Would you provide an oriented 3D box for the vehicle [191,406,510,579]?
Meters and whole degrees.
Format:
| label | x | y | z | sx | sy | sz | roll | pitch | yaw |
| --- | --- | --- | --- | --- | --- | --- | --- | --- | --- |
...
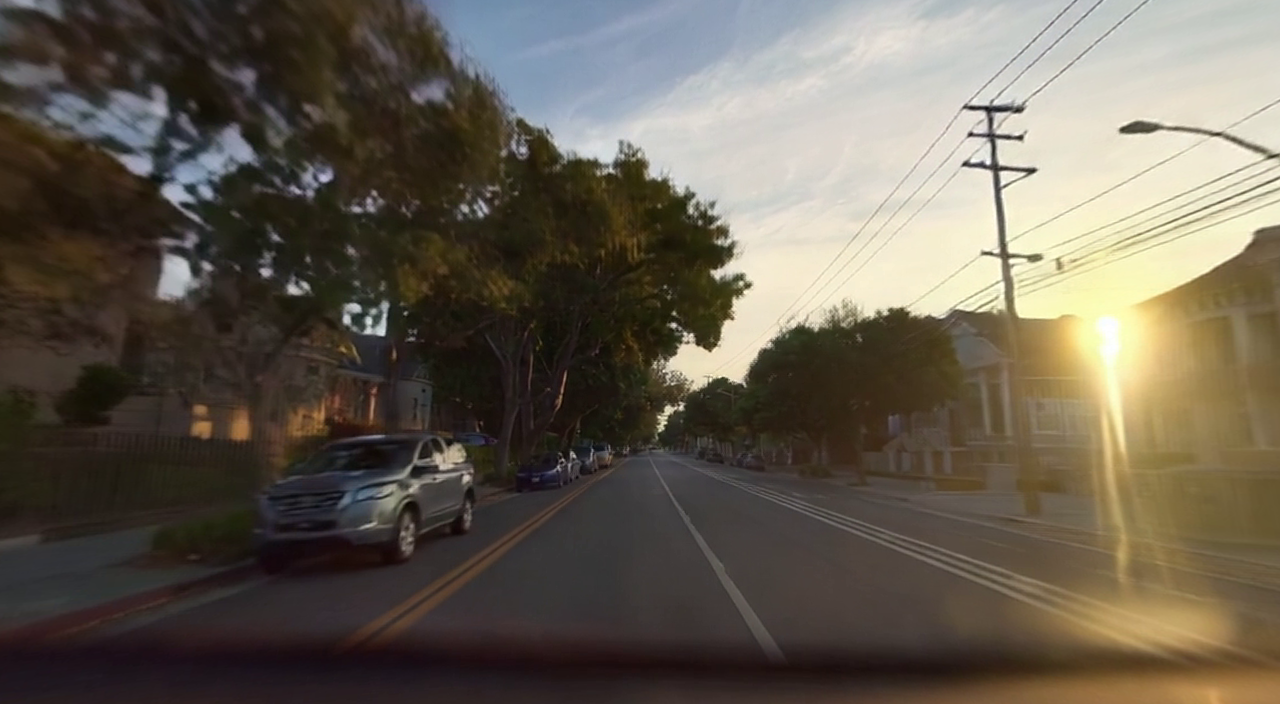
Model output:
| label | x | y | z | sx | sy | sz | roll | pitch | yaw |
| --- | --- | --- | --- | --- | --- | --- | --- | --- | --- |
| vehicle | -3.782 | 1.974 | 9.837 | 2.189 | 1.887 | 5.616 | -1 | -9 | 1 |

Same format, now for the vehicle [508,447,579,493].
| label | x | y | z | sx | sy | sz | roll | pitch | yaw |
| --- | --- | --- | --- | --- | --- | --- | --- | --- | --- |
| vehicle | -3.580 | 4.466 | 24.330 | 1.917 | 1.516 | 4.898 | -2 | -9 | 0 |
